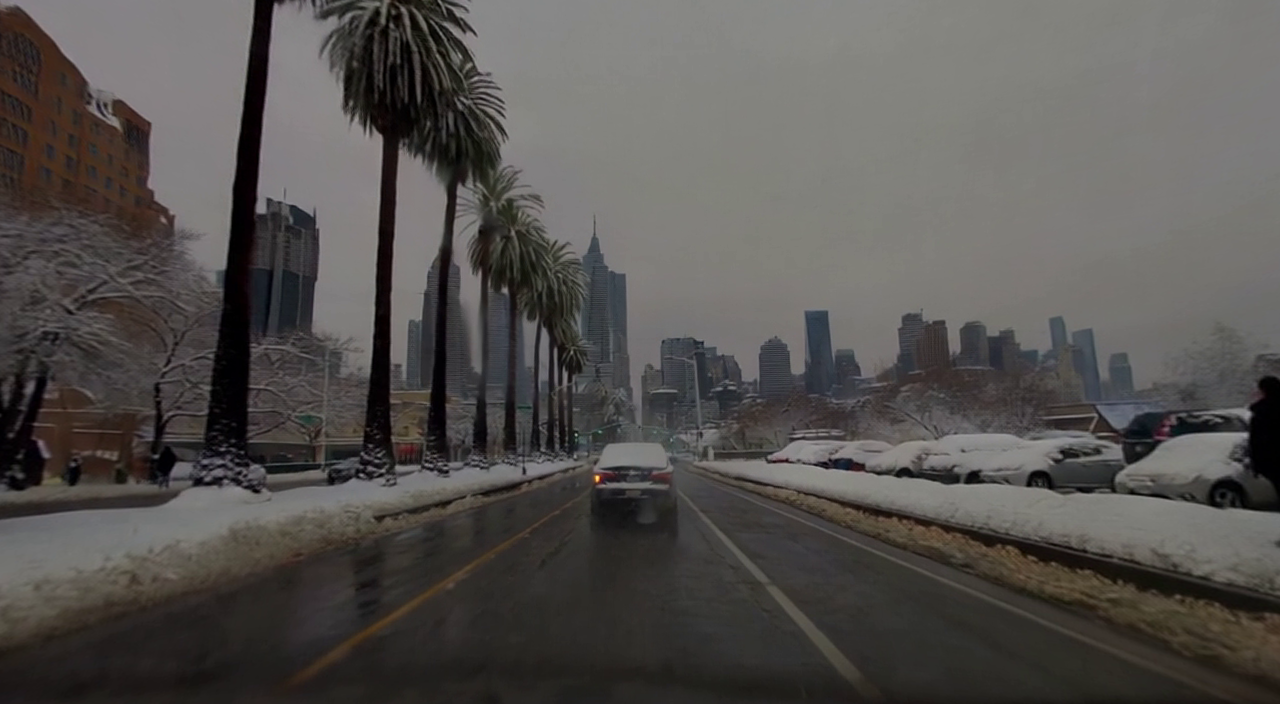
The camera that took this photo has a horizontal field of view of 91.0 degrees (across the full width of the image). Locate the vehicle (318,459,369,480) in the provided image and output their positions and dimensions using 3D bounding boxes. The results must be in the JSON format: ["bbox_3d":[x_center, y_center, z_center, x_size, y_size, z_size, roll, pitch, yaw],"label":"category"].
[{"bbox_3d":[-23.391,9.276,49.881,1.860,1.420,4.472,0,-8,0],"label":"vehicle"}]

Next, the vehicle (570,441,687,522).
[{"bbox_3d":[-0.201,2.775,14.033,2.235,1.528,3.876,0,-8,1],"label":"vehicle"}]

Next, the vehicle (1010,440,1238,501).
[{"bbox_3d":[12.841,3.136,16.942,4.363,1.488,2.248,1,-9,-4],"label":"vehicle"}]

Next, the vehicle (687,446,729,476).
[{"bbox_3d":[4.305,7.006,40.652,2.136,1.774,4.778,0,-8,0],"label":"vehicle"}]

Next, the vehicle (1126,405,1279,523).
[{"bbox_3d":[12.922,1.987,11.849,5.301,1.962,2.431,-3,-8,4],"label":"vehicle"}]
